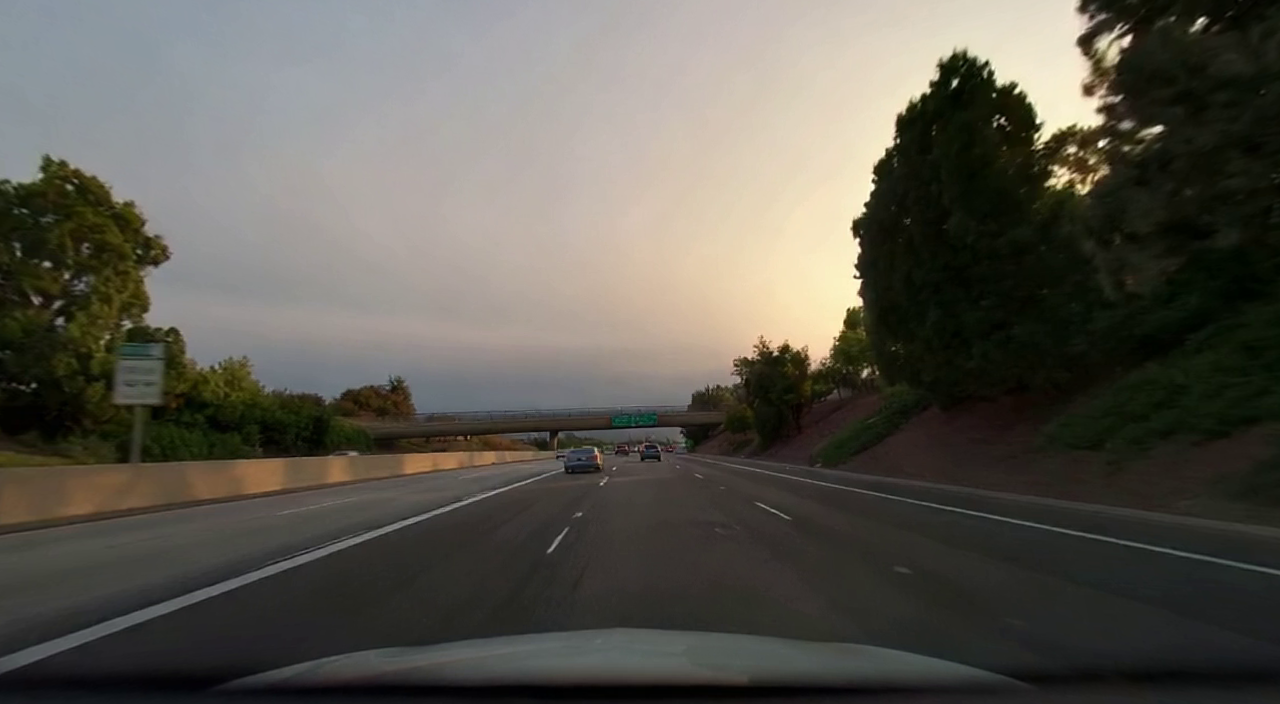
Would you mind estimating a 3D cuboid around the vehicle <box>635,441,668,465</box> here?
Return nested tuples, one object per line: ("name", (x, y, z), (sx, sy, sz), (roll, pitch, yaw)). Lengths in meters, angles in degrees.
("vehicle", (0.696, 6.578, 41.247), (1.970, 1.477, 4.158), (0, -9, -1))
